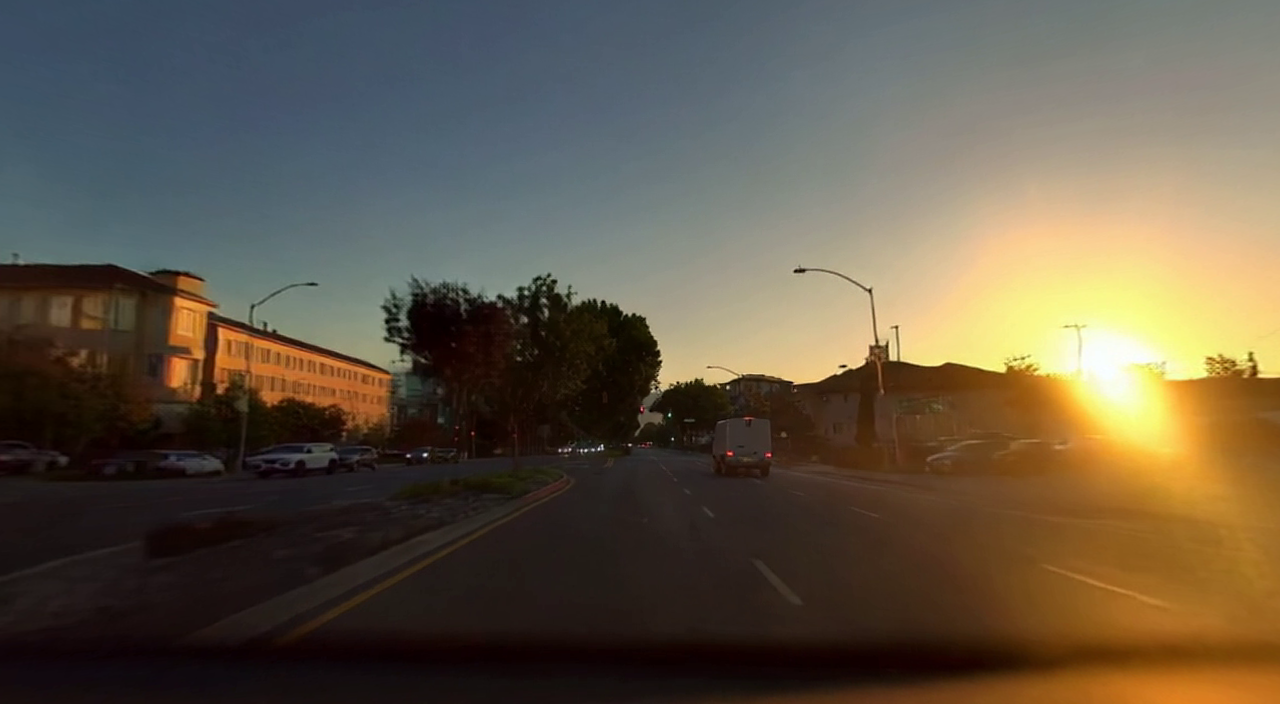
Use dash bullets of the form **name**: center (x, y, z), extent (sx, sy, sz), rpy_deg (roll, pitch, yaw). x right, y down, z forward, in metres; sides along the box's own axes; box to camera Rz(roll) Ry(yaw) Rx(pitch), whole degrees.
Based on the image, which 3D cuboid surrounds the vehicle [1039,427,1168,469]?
- **vehicle**: center (19.039, 3.992, 26.176), extent (1.882, 1.537, 4.418), rpy_deg (1, -9, -2)

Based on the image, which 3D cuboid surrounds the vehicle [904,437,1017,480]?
- **vehicle**: center (12.796, 4.290, 25.577), extent (2.079, 1.541, 4.801), rpy_deg (0, -9, 0)

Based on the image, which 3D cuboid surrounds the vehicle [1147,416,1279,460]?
- **vehicle**: center (24.012, 3.642, 26.450), extent (1.888, 1.678, 4.074), rpy_deg (1, -9, -2)

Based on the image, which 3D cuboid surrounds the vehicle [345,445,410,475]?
- **vehicle**: center (-15.058, 6.193, 36.316), extent (1.917, 1.577, 3.995), rpy_deg (0, -9, 1)

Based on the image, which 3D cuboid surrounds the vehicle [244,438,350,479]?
- **vehicle**: center (-18.452, 5.714, 34.305), extent (2.390, 1.995, 5.895), rpy_deg (0, -8, 1)

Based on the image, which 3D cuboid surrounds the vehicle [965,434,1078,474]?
- **vehicle**: center (15.846, 4.281, 26.475), extent (1.899, 1.517, 4.378), rpy_deg (1, -9, -2)

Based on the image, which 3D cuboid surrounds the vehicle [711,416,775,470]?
- **vehicle**: center (6.595, 6.045, 41.501), extent (2.802, 3.208, 7.459), rpy_deg (1, -9, -1)

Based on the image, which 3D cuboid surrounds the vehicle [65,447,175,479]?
- **vehicle**: center (-26.397, 5.619, 32.201), extent (1.847, 1.464, 4.374), rpy_deg (0, -9, 1)
